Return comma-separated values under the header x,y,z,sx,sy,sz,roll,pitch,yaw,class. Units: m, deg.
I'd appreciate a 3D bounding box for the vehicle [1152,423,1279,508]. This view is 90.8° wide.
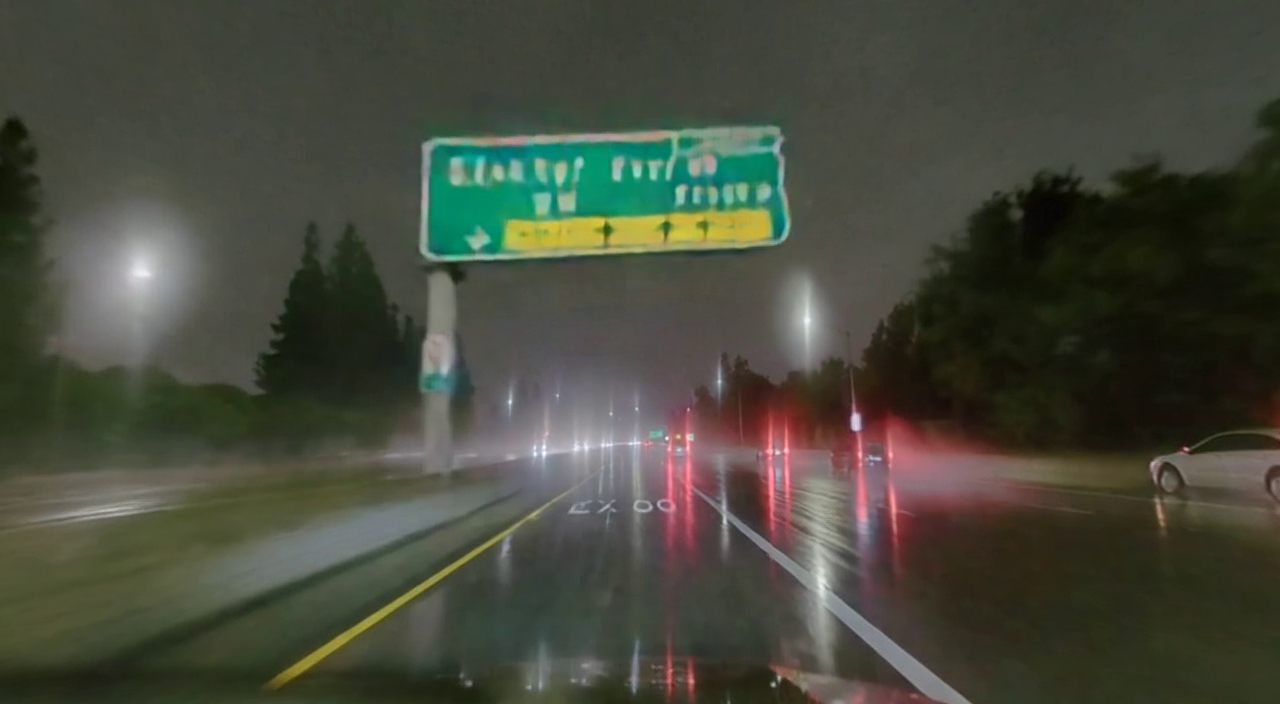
x,y,z,sx,sy,sz,roll,pitch,yaw,class
14.110,2.466,13.875,1.957,1.709,4.387,0,-9,-1,vehicle

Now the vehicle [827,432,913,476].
x,y,z,sx,sy,sz,roll,pitch,yaw,class
10.265,4.581,28.605,2.098,1.820,4.505,0,-9,-1,vehicle
